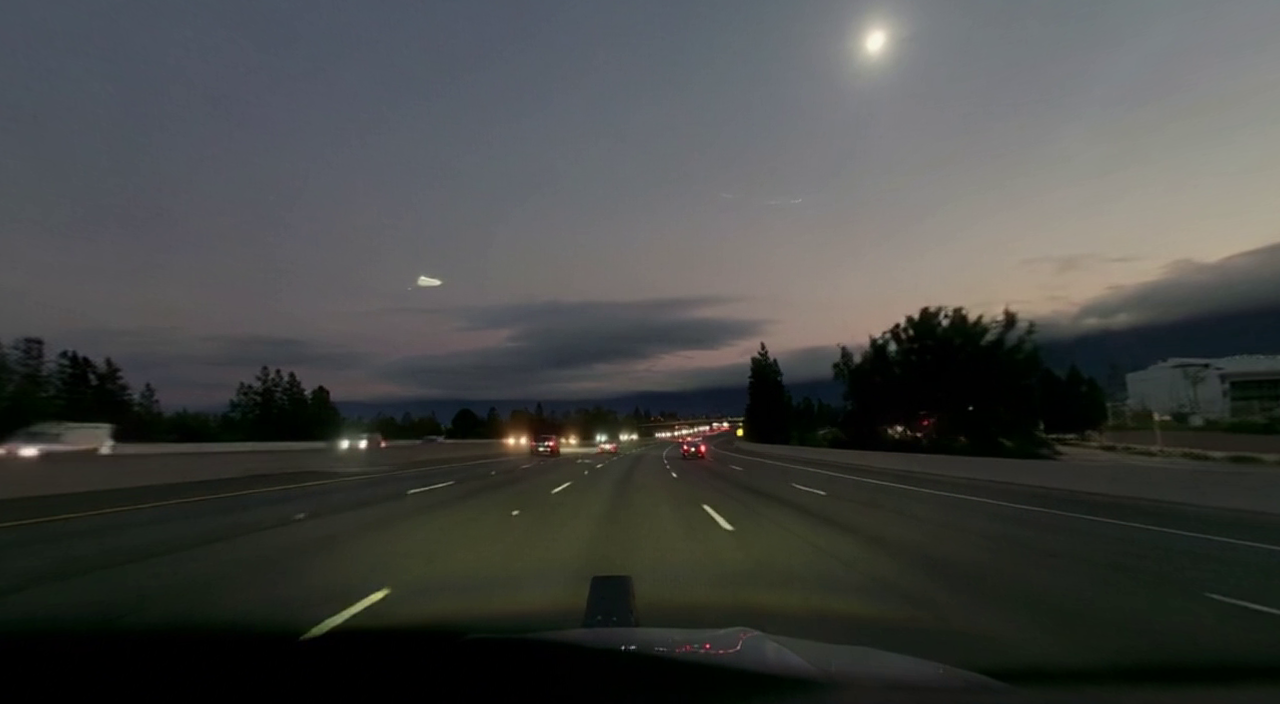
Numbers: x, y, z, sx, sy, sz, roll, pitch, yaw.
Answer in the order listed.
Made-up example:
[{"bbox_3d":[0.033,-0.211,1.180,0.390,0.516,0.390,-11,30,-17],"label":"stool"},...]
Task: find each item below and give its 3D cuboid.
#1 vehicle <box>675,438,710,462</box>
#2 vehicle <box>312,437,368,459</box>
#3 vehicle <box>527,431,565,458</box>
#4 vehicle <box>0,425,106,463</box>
[{"bbox_3d":[3.385,6.413,41.286,1.967,1.475,4.080,0,-8,1],"label":"vehicle"},{"bbox_3d":[-22.571,7.233,47.665,1.820,1.518,4.571,0,-8,2],"label":"vehicle"},{"bbox_3d":[-6.829,6.806,46.466,2.009,1.850,4.338,0,-8,2],"label":"vehicle"},{"bbox_3d":[-34.918,5.398,36.976,2.178,2.038,5.783,0,-8,1],"label":"vehicle"}]
